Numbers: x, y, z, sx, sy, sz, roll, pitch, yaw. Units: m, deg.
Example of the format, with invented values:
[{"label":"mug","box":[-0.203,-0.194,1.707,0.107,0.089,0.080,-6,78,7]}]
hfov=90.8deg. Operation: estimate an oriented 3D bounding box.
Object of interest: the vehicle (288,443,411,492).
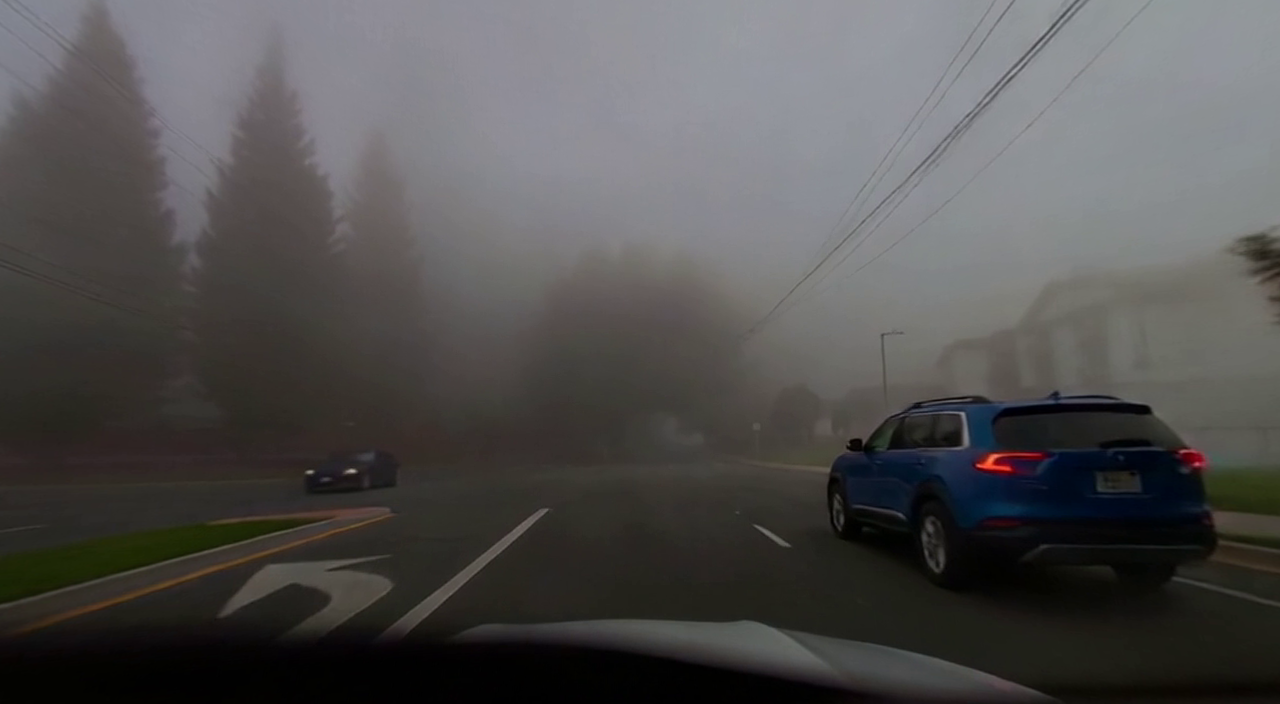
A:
[{"label":"vehicle","box":[-10.021,3.989,22.329,1.990,1.521,4.879,0,-9,1]}]

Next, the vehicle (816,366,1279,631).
[{"label":"vehicle","box":[3.671,1.332,6.713,2.193,1.777,4.772,0,-9,0]}]
